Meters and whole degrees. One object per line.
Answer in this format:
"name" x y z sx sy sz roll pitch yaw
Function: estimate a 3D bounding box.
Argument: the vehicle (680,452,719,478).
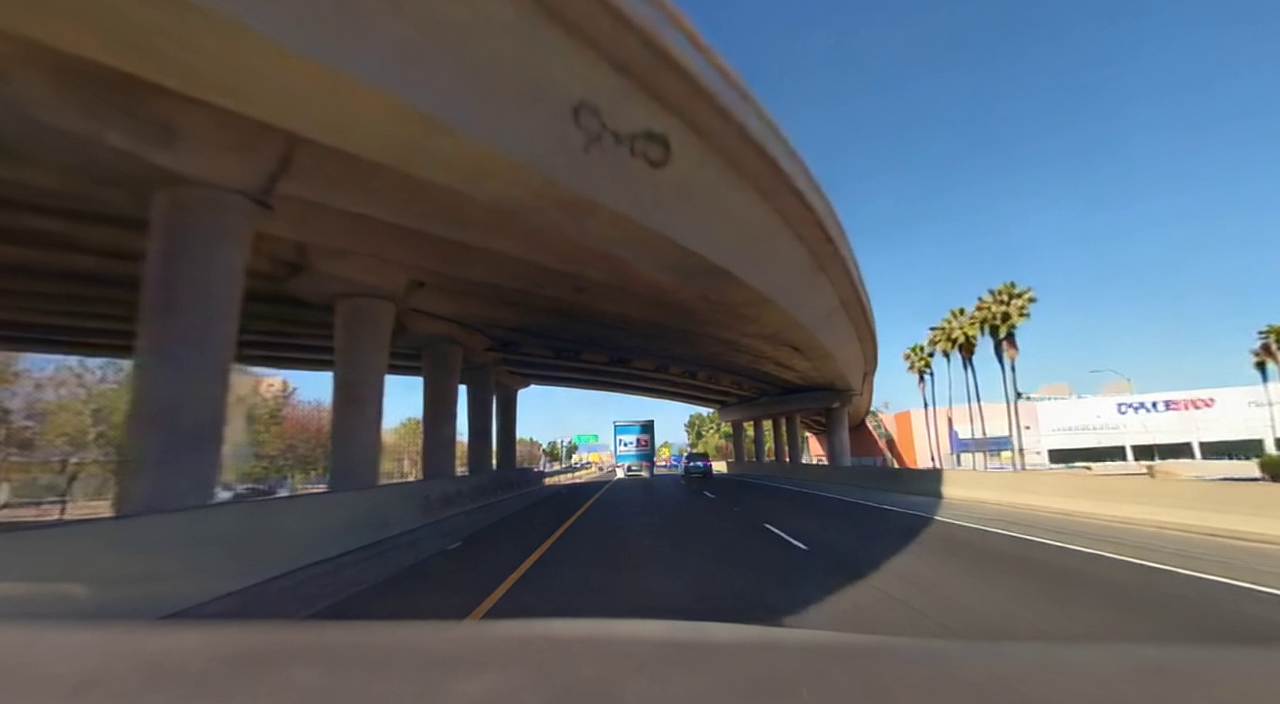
"vehicle" 3.759 7.168 40.293 1.966 1.558 4.238 0 -9 -2
